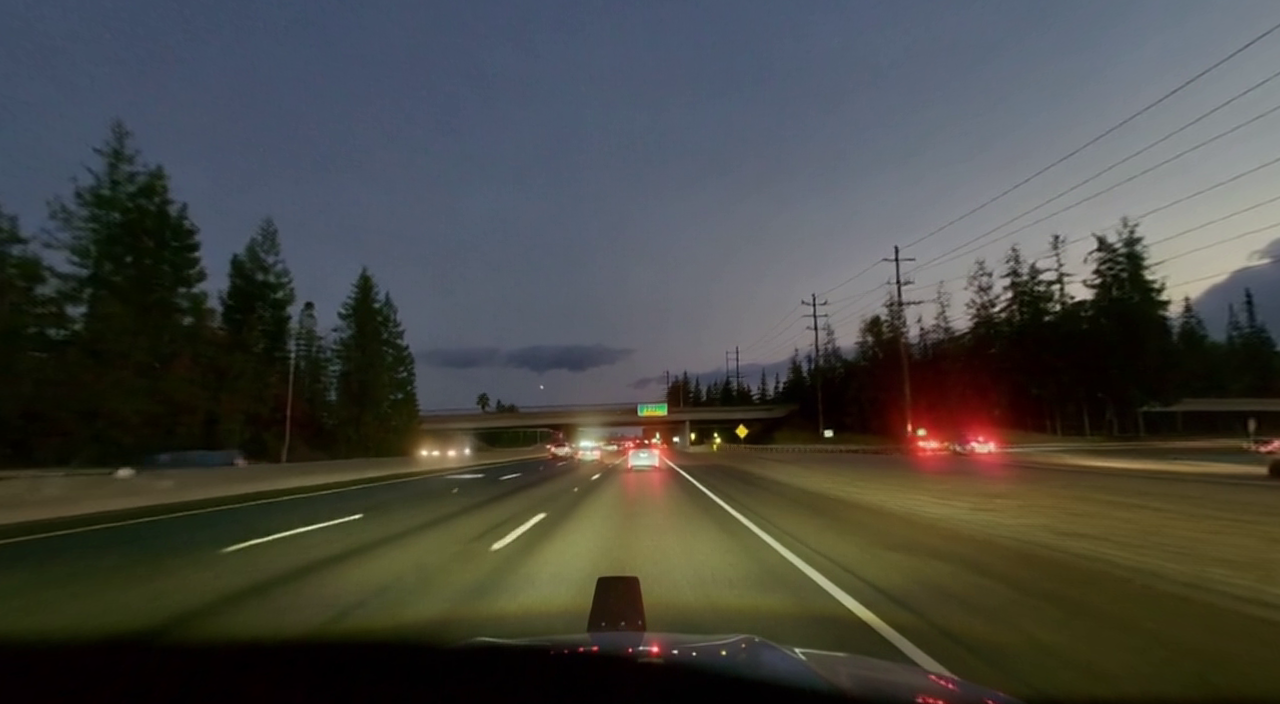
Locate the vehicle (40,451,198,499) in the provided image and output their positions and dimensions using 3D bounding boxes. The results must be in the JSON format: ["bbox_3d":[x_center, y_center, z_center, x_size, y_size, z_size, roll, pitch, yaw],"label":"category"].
[{"bbox_3d":[-17.796,4.181,21.876,1.760,1.433,4.294,0,-9,0],"label":"vehicle"}]

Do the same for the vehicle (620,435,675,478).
[{"bbox_3d":[0.288,4.467,27.189,2.152,1.697,4.066,0,-9,0],"label":"vehicle"}]

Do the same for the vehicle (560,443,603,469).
[{"bbox_3d":[-3.370,6.110,37.257,2.056,1.464,4.564,0,-9,1],"label":"vehicle"}]
